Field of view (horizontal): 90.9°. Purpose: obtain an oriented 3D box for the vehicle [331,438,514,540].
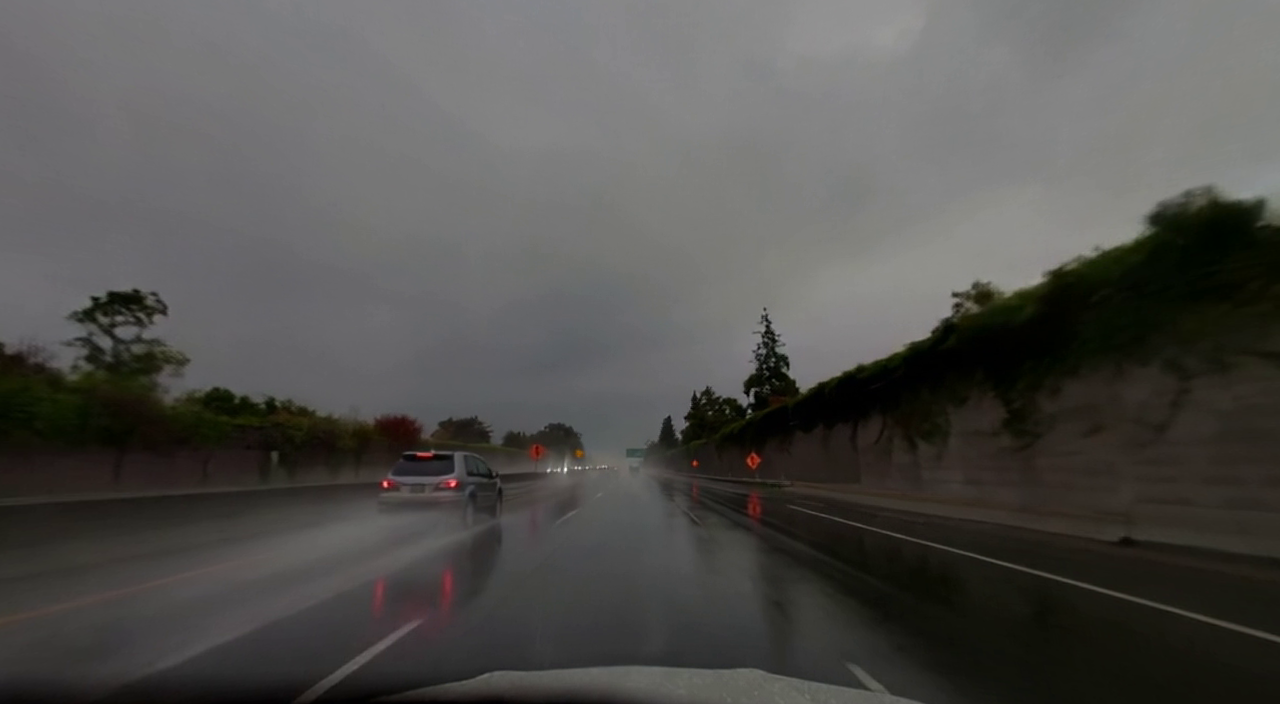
[{"bbox_3d":[-4.301,2.849,13.527,2.178,1.736,4.847,1,-10,0],"label":"vehicle"}]
